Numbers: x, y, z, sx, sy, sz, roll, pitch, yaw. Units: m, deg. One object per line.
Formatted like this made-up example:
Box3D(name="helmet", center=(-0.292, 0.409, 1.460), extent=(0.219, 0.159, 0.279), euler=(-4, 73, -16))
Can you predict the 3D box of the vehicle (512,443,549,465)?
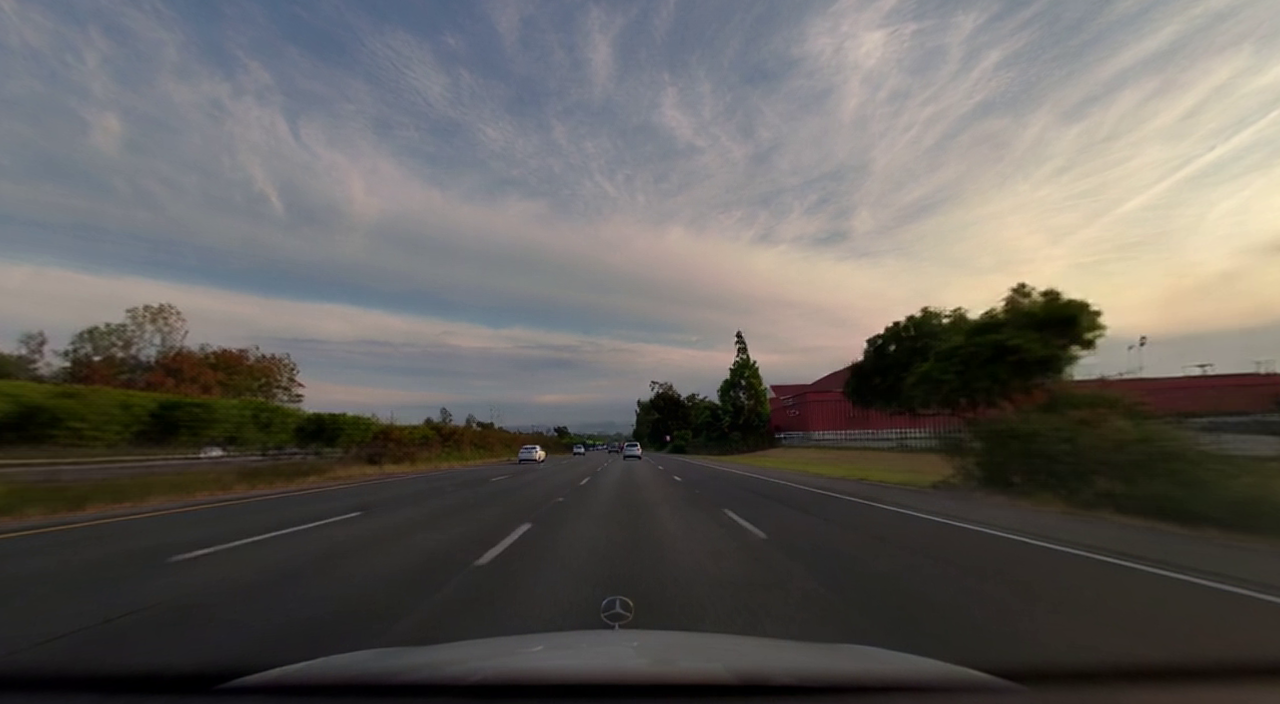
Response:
Box3D(name="vehicle", center=(-8.015, 7.519, 46.710), extent=(1.991, 1.572, 4.314), euler=(0, -9, 0))
